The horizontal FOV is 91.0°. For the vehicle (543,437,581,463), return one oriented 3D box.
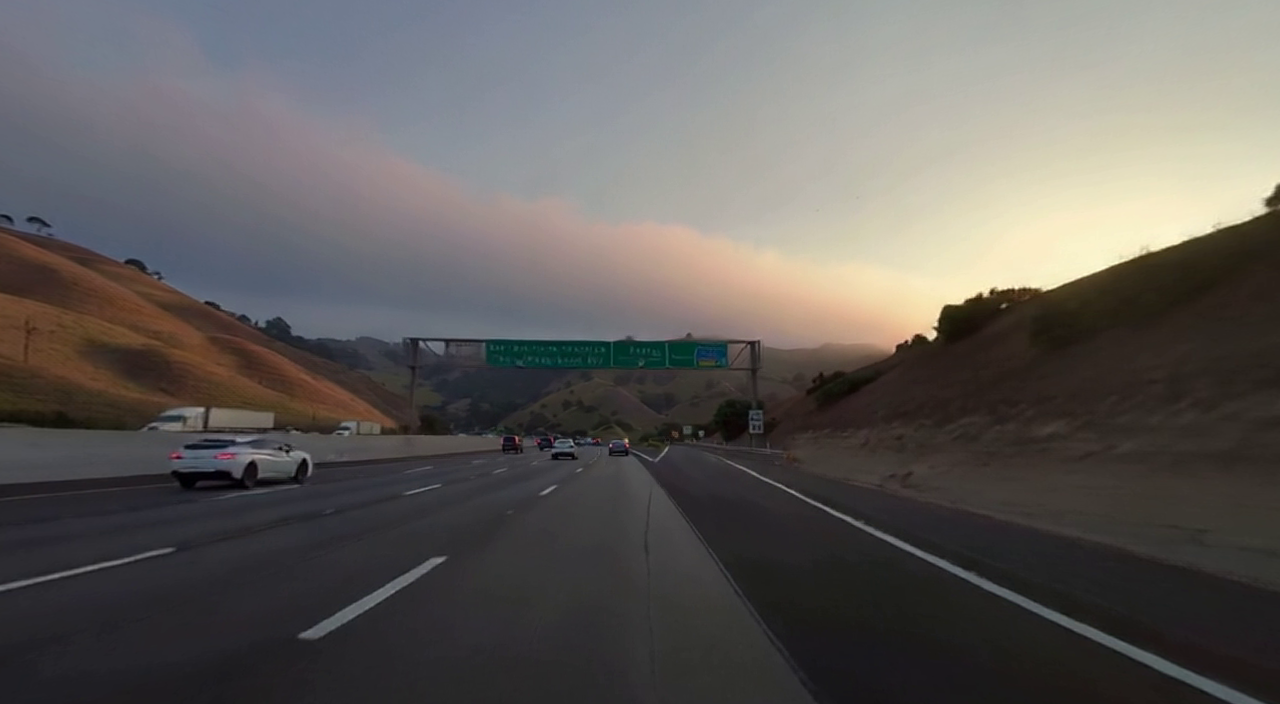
[{"bbox_3d":[-5.125,6.502,41.820,2.060,1.631,4.214,0,-8,-1],"label":"vehicle"}]

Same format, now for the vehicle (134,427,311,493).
[{"bbox_3d":[-11.704,3.066,18.138,2.047,1.645,4.451,0,-8,-1],"label":"vehicle"}]
